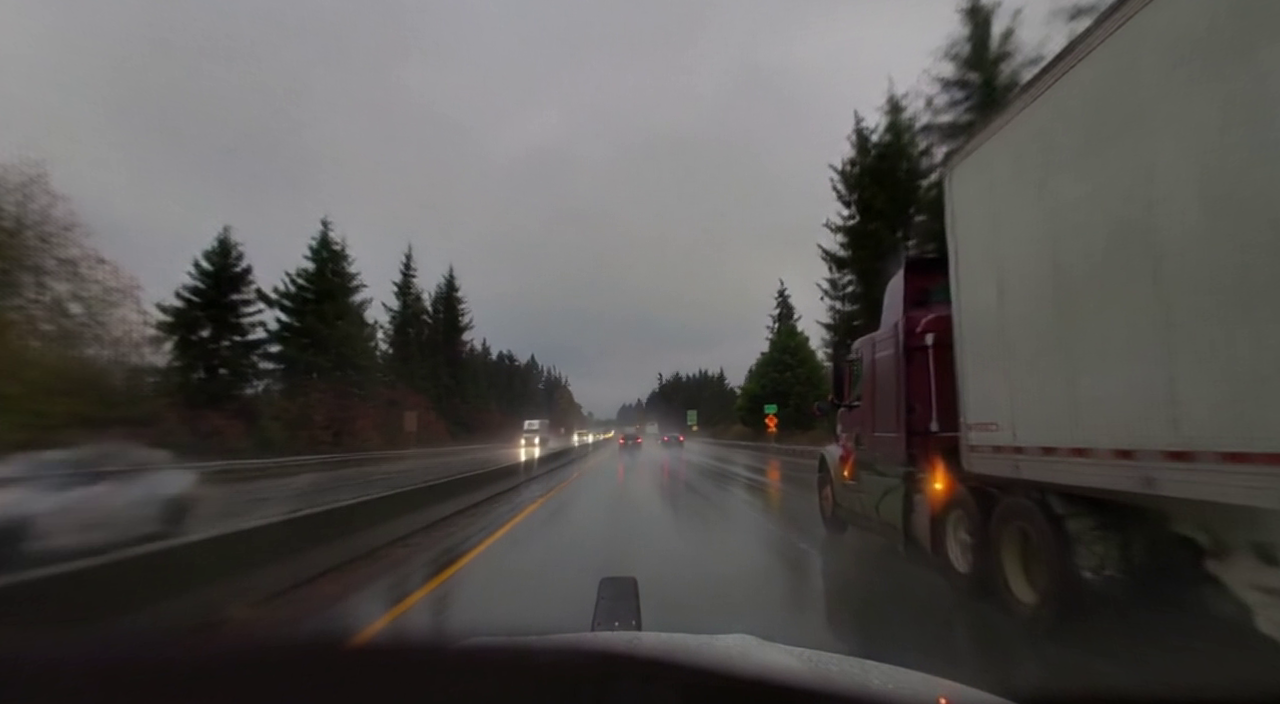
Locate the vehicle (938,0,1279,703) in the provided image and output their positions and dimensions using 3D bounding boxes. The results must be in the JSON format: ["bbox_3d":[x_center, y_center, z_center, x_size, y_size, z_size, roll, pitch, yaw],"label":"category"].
[{"bbox_3d":[3.893,-0.174,1.559,2.999,4.013,6.296,0,-8,-1],"label":"vehicle"}]

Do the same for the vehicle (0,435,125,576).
[{"bbox_3d":[-7.694,1.571,5.939,1.977,1.456,4.489,-3,-8,-1],"label":"vehicle"}]
